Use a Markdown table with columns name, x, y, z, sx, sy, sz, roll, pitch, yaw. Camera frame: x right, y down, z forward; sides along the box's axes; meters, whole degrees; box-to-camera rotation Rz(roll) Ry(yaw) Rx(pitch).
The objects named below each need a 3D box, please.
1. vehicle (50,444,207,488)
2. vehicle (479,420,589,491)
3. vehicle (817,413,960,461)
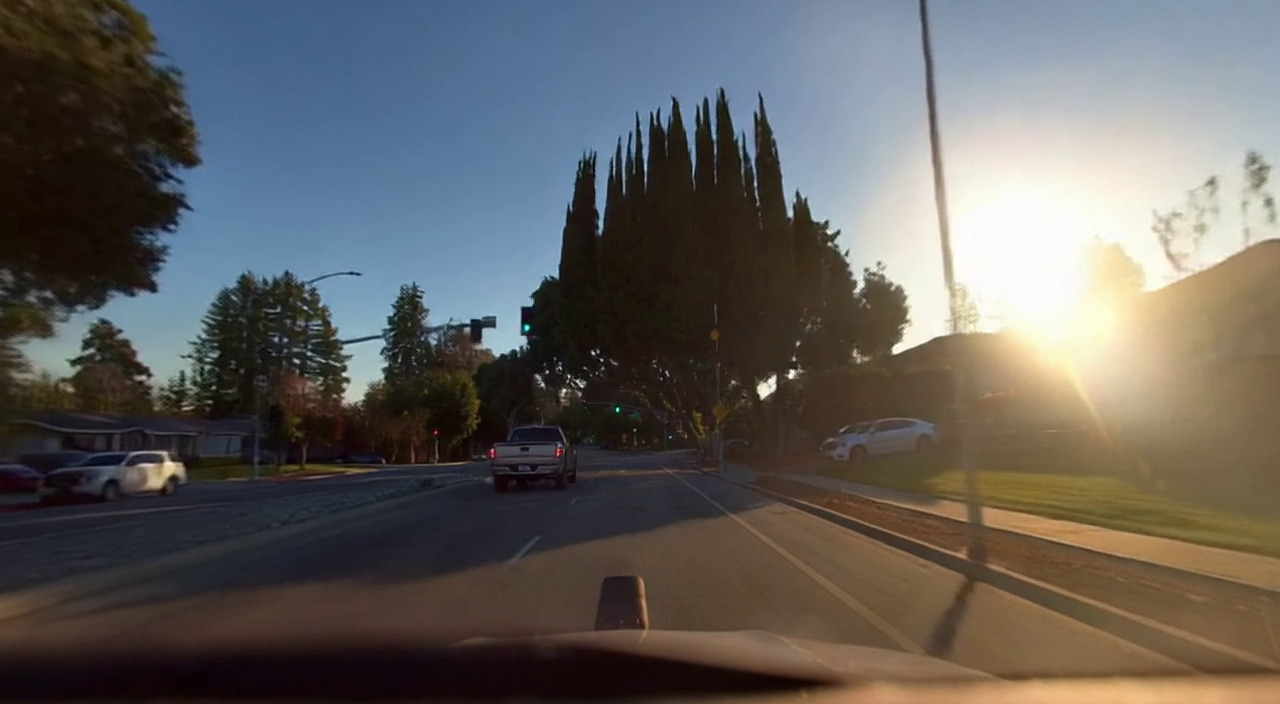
| name | x | y | z | sx | sy | sz | roll | pitch | yaw |
| --- | --- | --- | --- | --- | --- | --- | --- | --- | --- |
| vehicle | -21.305 | 4.741 | 26.490 | 4.669 | 1.745 | 2.156 | 0 | -9 | 1 |
| vehicle | -3.239 | 3.371 | 20.822 | 2.508 | 2.001 | 5.880 | 0 | -9 | 1 |
| vehicle | 10.040 | 3.480 | 25.776 | 4.882 | 1.839 | 2.243 | 1 | -9 | -7 |
